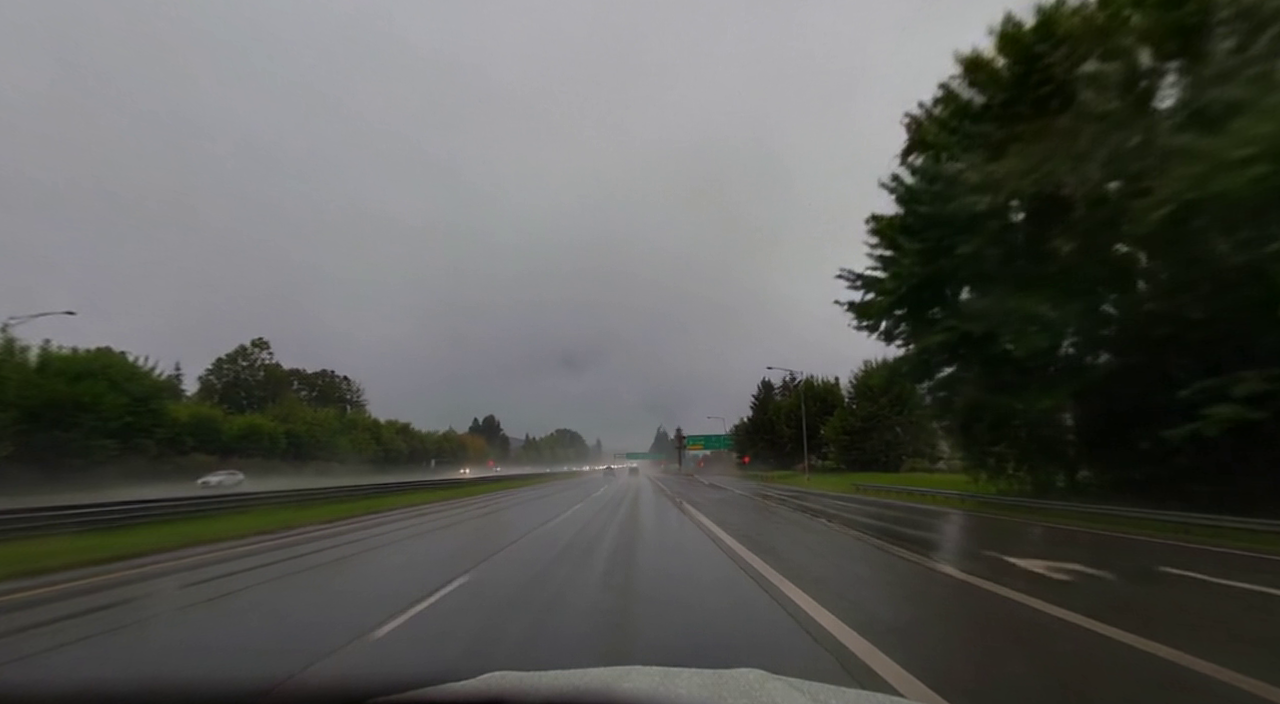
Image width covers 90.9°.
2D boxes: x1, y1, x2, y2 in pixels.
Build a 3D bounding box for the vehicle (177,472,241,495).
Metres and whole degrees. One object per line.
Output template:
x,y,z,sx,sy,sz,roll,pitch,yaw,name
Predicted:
-30.648,9.327,44.963,1.770,1.466,4.225,2,-11,-4,vehicle
